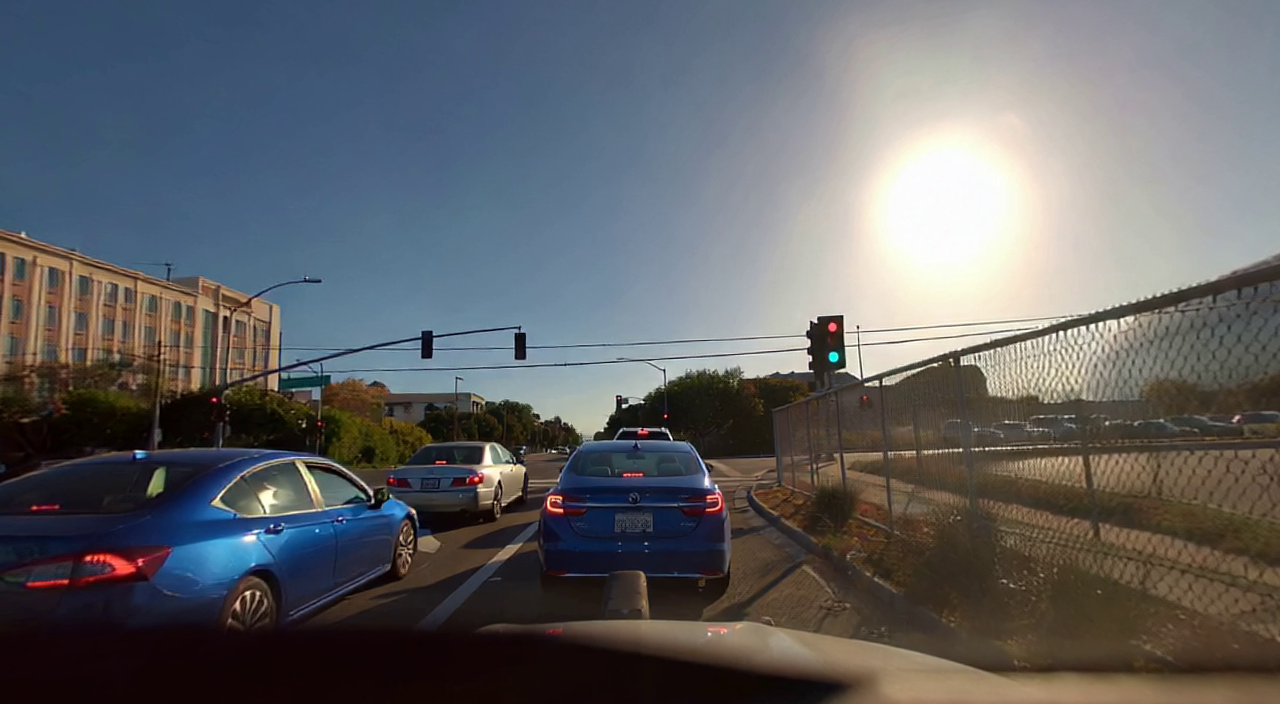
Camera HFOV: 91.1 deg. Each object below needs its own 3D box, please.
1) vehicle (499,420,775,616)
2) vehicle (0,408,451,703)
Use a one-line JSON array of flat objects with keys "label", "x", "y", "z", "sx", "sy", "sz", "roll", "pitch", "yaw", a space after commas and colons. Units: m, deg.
[{"label": "vehicle", "x": -0.015, "y": 1.601, "z": 6.993, "sx": 2.144, "sy": 1.514, "sz": 4.063, "roll": 0, "pitch": -9, "yaw": 0}, {"label": "vehicle", "x": -3.211, "y": 1.316, "z": 4.857, "sx": 1.971, "sy": 1.488, "sz": 4.581, "roll": 0, "pitch": -9, "yaw": 1}]
